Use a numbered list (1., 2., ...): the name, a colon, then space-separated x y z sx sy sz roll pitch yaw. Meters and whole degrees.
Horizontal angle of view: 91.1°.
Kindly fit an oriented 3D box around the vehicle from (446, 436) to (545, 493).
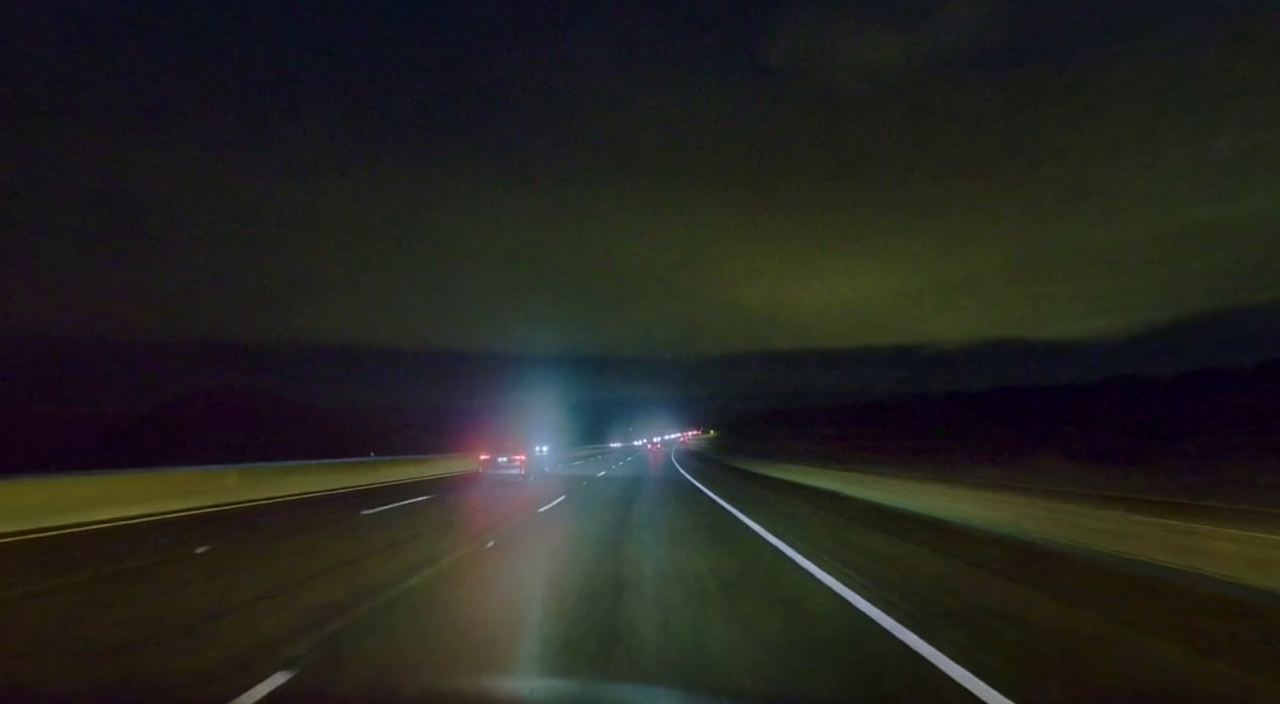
1. vehicle: -4.373 3.497 19.832 1.961 1.540 4.487 -1 -9 2
